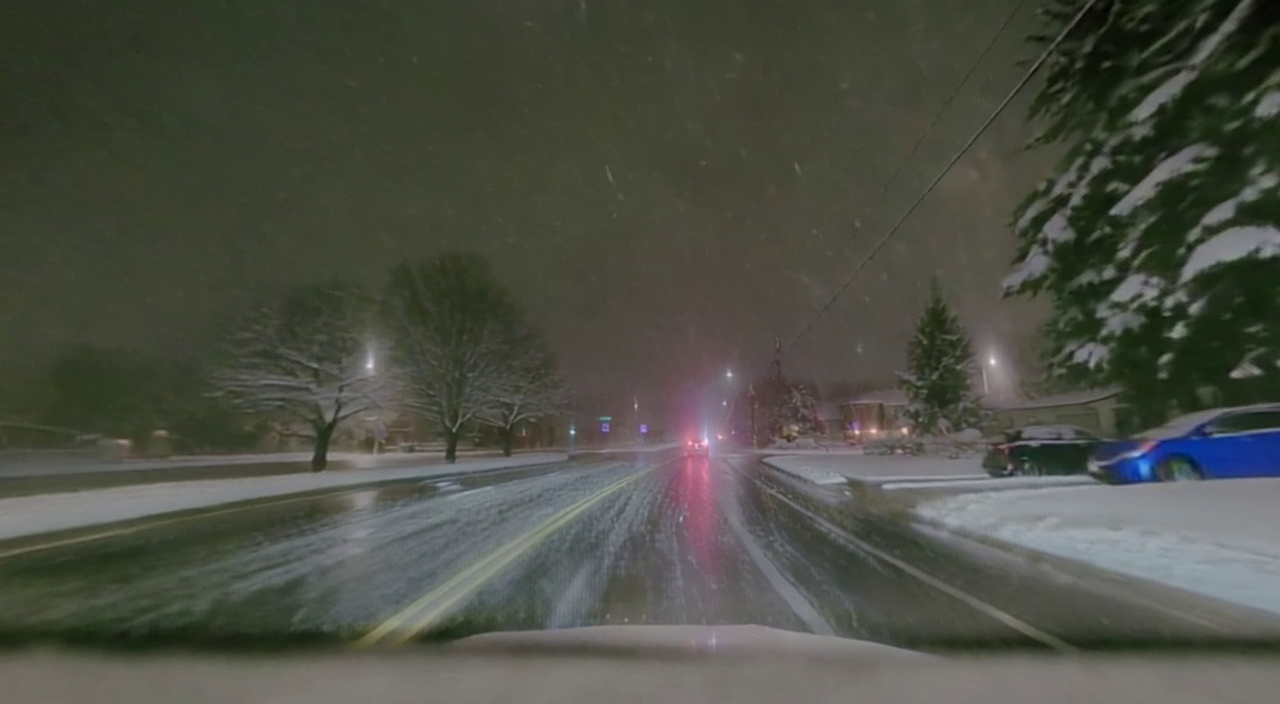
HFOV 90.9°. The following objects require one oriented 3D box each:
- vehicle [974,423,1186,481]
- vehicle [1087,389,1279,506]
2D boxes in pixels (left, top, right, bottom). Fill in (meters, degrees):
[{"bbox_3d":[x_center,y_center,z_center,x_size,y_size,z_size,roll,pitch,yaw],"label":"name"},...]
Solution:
[{"bbox_3d":[12.453,2.863,18.144,4.544,1.535,1.921,-1,-8,5],"label":"vehicle"},{"bbox_3d":[11.929,1.841,12.226,4.672,2.044,2.248,-1,-8,4],"label":"vehicle"}]
